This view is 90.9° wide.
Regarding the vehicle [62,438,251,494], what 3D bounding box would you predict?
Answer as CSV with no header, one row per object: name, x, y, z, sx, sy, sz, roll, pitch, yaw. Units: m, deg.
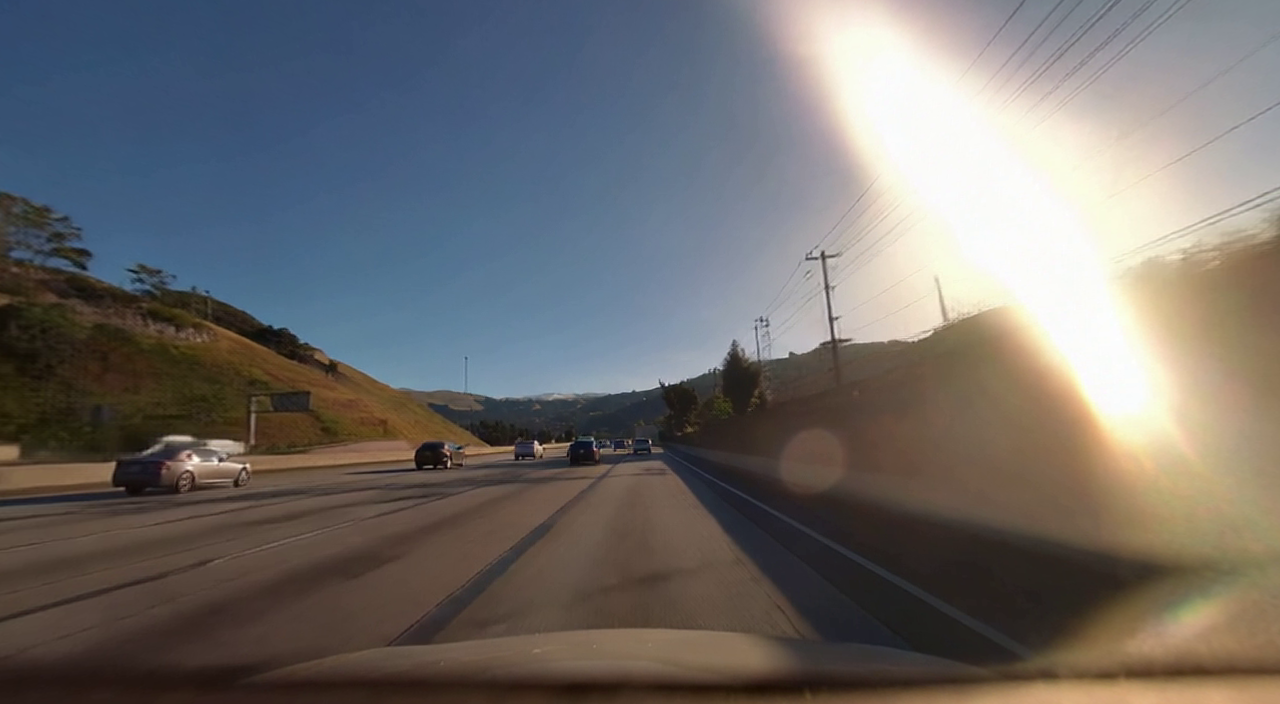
vehicle,-14.378,3.401,19.238,1.885,1.474,4.849,0,-9,1

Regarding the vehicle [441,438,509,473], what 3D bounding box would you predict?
vehicle,-7.455,4.729,28.915,1.899,1.472,4.202,0,-8,1

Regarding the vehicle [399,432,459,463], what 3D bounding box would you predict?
vehicle,-14.181,6.469,42.710,2.172,1.946,5.017,0,-9,1
